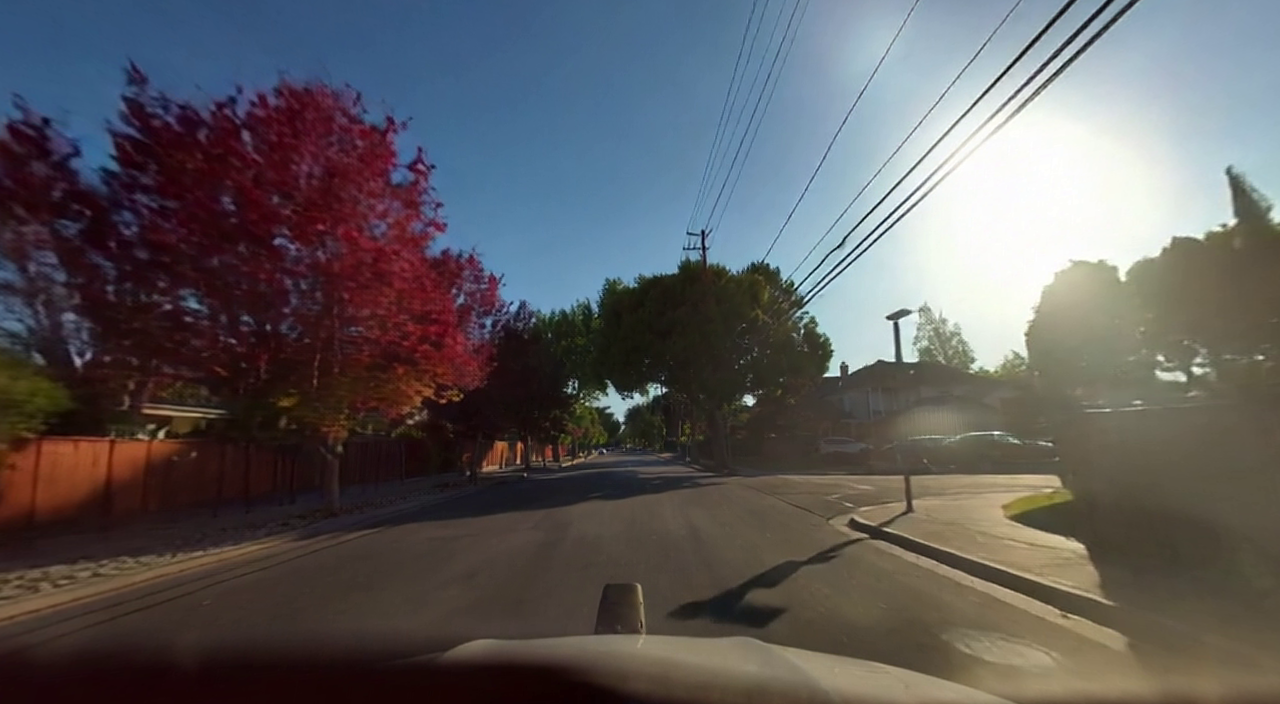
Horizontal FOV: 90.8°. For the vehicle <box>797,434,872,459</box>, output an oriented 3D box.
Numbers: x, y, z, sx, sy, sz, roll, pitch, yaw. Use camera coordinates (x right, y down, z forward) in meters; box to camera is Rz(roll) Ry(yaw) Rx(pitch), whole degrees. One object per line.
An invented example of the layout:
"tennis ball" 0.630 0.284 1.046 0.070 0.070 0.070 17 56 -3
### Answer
"vehicle" 12.425 6.108 40.666 4.286 1.525 2.219 -2 -9 10
